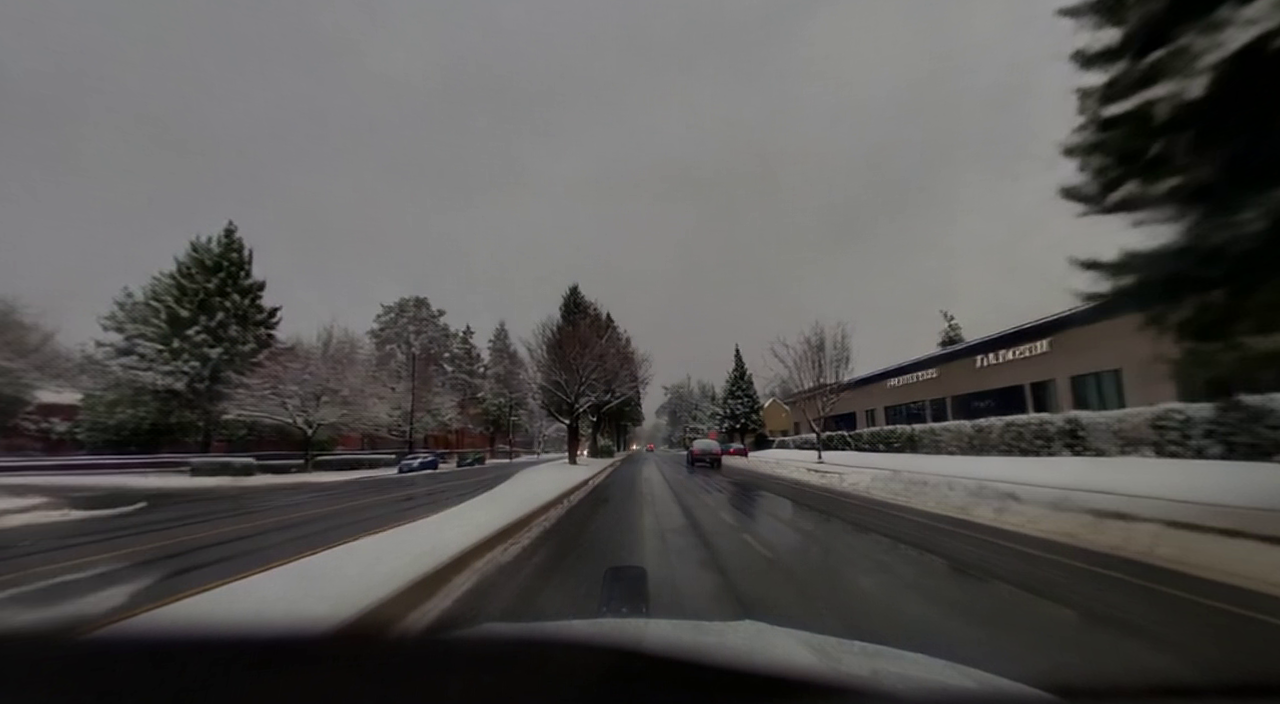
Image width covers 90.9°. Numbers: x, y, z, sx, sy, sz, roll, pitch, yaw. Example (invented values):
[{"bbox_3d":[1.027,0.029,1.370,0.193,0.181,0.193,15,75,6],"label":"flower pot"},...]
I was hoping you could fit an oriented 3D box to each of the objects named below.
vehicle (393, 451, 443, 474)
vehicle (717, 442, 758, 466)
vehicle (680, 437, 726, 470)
[{"bbox_3d":[-16.296,8.106,46.535,2.009,1.540,4.849,0,-9,0],"label":"vehicle"},{"bbox_3d":[6.628,7.008,43.423,2.100,1.491,4.563,0,-9,0],"label":"vehicle"},{"bbox_3d":[3.544,5.783,36.189,2.143,1.759,4.378,0,-9,-1],"label":"vehicle"}]
